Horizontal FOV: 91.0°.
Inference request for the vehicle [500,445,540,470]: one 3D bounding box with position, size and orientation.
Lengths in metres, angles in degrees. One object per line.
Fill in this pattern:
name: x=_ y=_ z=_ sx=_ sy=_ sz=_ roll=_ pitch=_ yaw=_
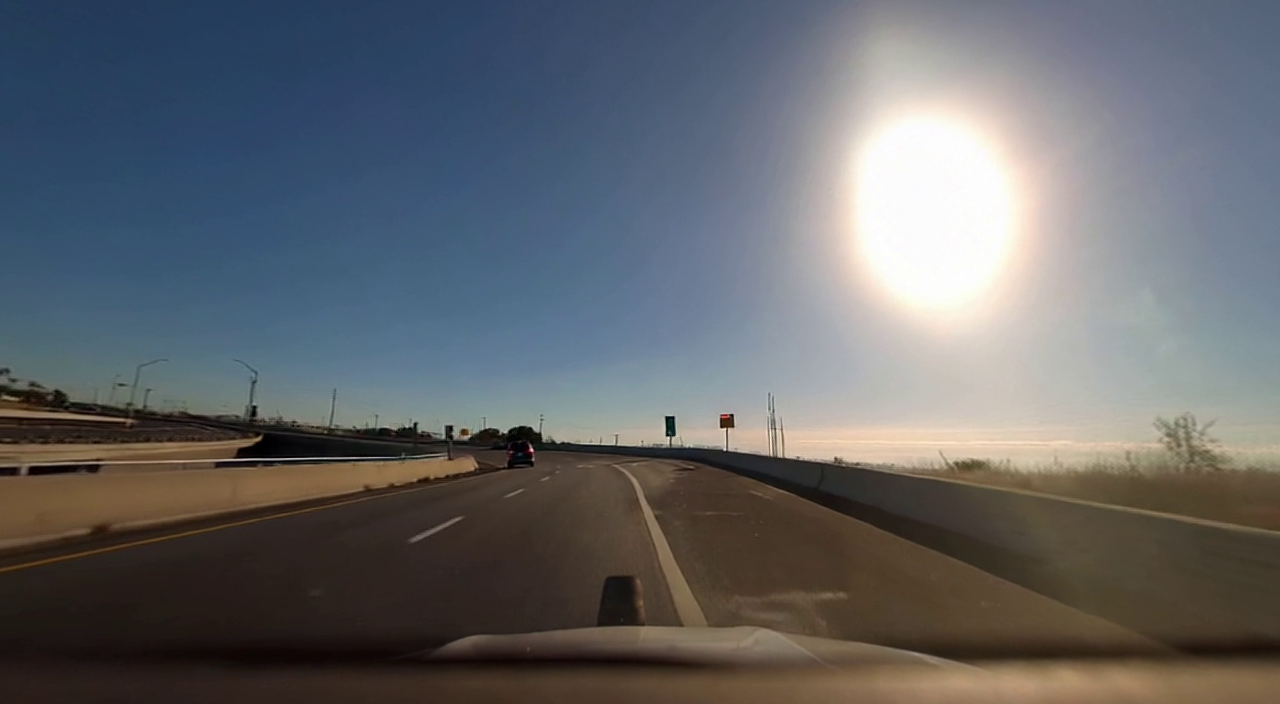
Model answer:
vehicle: x=-7.922 y=7.001 z=42.068 sx=2.234 sy=1.588 sz=4.484 roll=1 pitch=-9 yaw=-6
